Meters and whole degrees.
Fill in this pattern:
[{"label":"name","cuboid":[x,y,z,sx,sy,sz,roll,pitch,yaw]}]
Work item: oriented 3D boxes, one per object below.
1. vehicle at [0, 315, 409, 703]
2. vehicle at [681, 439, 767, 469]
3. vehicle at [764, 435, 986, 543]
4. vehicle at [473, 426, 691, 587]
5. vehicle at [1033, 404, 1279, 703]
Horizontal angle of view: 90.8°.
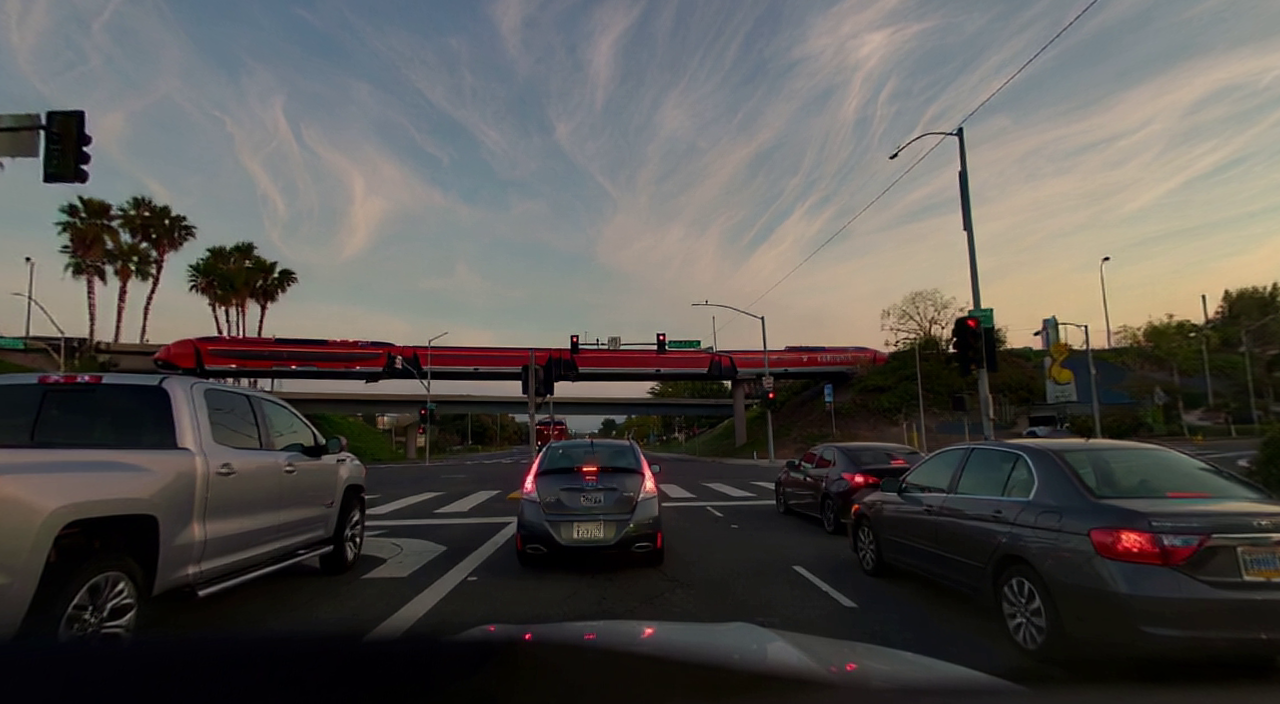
[{"label":"vehicle","cuboid":[-3.843,1.105,4.941,2.078,1.838,5.448,0,-9,-1]},{"label":"vehicle","cuboid":[4.165,5.142,31.977,1.878,1.428,4.416,5,-10,-32]},{"label":"vehicle","cuboid":[3.679,2.217,10.961,1.965,1.448,4.486,0,-9,-2]},{"label":"vehicle","cuboid":[-0.646,1.760,8.057,2.035,1.491,4.090,0,-9,-3]},{"label":"vehicle","cuboid":[3.879,0.893,2.199,2.052,1.496,4.541,0,-9,0]}]
